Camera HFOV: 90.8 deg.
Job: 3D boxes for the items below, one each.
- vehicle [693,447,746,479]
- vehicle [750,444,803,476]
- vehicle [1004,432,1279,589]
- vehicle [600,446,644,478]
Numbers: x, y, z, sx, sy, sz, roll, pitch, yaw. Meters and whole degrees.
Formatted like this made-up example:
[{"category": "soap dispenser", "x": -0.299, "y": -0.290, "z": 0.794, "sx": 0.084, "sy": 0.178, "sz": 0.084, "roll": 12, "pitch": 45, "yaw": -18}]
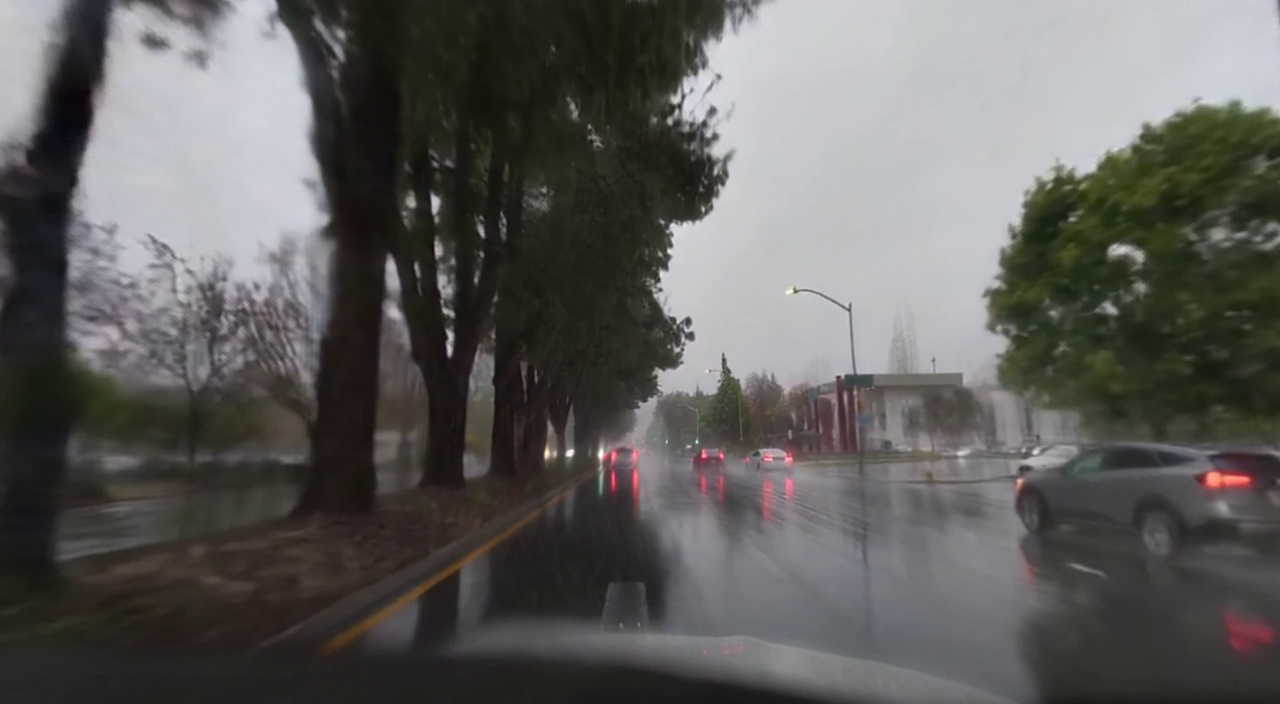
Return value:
[{"category": "vehicle", "x": 3.799, "y": 5.380, "z": 30.894, "sx": 2.020, "sy": 1.472, "sz": 3.958, "roll": 0, "pitch": -8, "yaw": 0}, {"category": "vehicle", "x": 7.671, "y": 6.115, "z": 36.000, "sx": 1.945, "sy": 1.687, "sz": 4.292, "roll": 0, "pitch": -8, "yaw": -1}, {"category": "vehicle", "x": 7.125, "y": 1.855, "z": 8.263, "sx": 1.888, "sy": 1.508, "sz": 4.646, "roll": 0, "pitch": -8, "yaw": -1}, {"category": "vehicle", "x": -0.865, "y": 5.498, "z": 31.773, "sx": 2.077, "sy": 1.477, "sz": 3.897, "roll": 0, "pitch": -8, "yaw": -1}]
